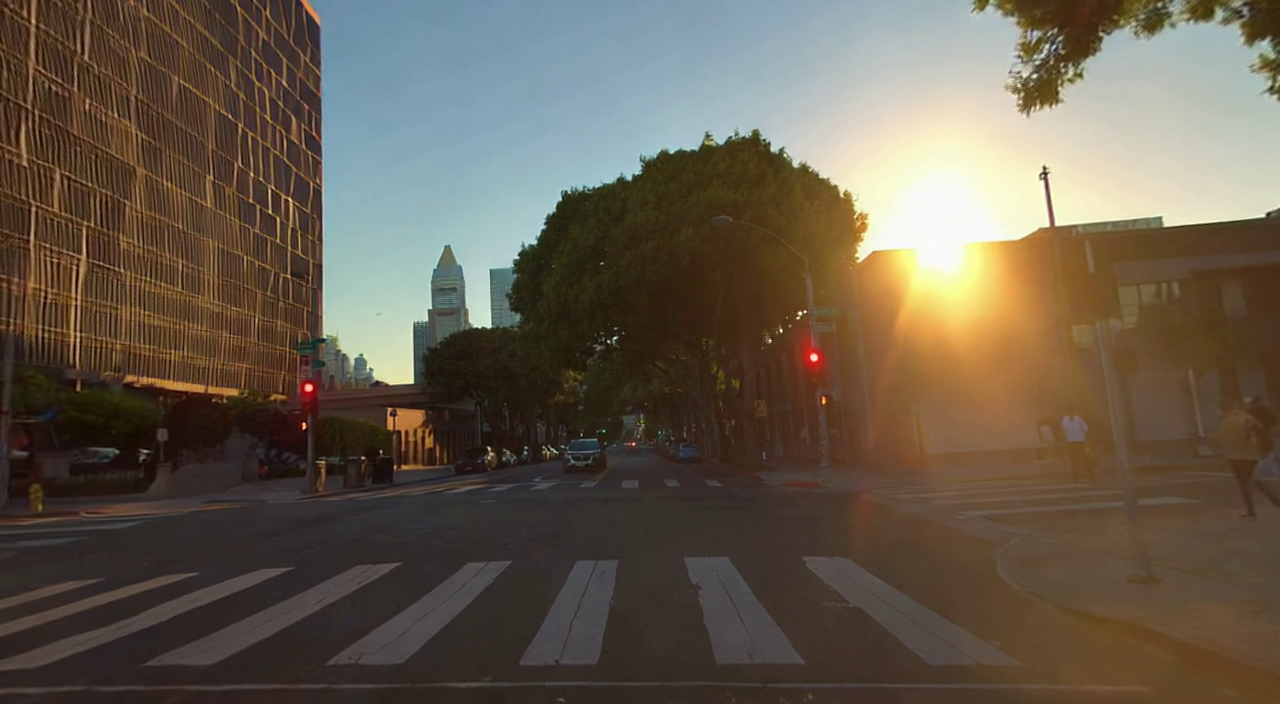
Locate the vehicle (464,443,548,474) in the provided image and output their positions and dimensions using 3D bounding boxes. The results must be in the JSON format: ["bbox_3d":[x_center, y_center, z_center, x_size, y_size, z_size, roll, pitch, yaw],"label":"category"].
[{"bbox_3d":[-8.018,6.358,38.016,4.526,1.726,1.963,8,-12,-44],"label":"vehicle"}]

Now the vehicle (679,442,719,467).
[{"bbox_3d":[3.552,6.279,38.862,1.853,1.426,4.160,1,-8,-3],"label":"vehicle"}]

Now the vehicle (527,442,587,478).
[{"bbox_3d":[-3.663,4.845,28.641,1.989,1.481,4.500,0,-8,1],"label":"vehicle"}]
